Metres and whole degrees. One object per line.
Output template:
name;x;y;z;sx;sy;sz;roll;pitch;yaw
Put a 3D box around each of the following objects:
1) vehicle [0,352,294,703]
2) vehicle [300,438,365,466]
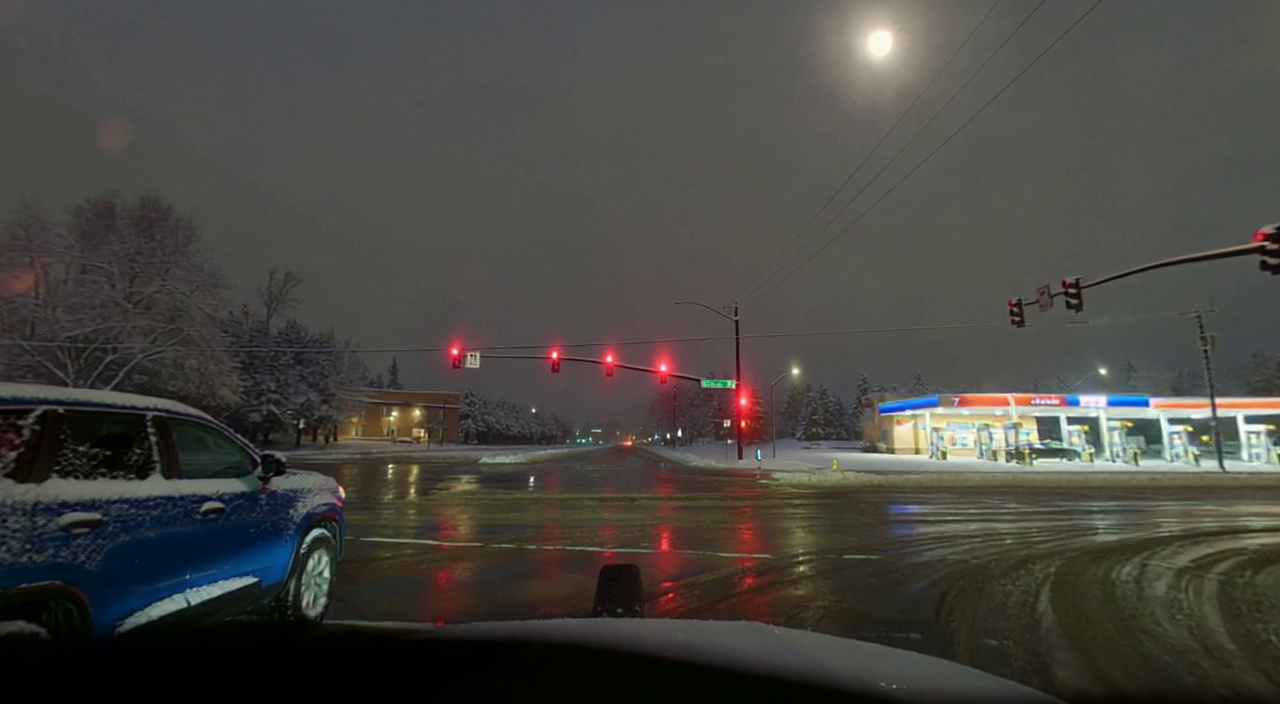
vehicle;-3.420;0.806;2.033;2.053;1.690;4.364;0;-9;1
vehicle;-20.466;6.680;42.145;2.004;1.699;4.486;0;-9;1
